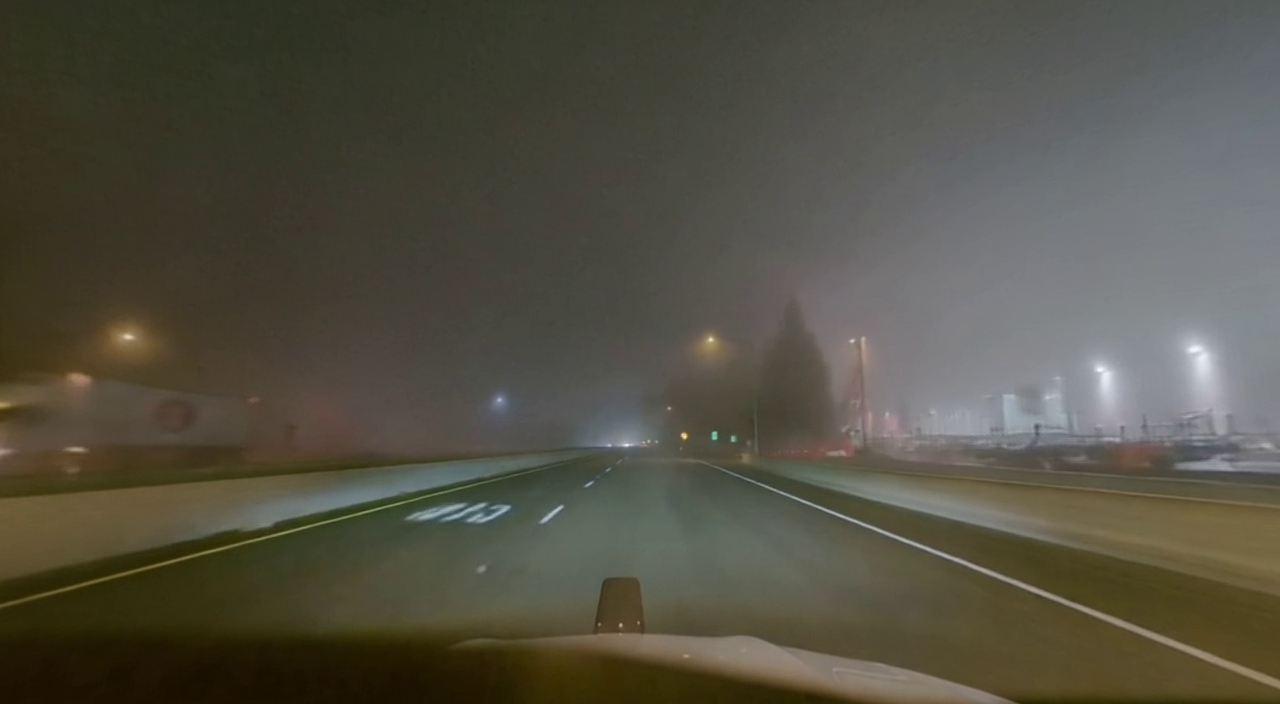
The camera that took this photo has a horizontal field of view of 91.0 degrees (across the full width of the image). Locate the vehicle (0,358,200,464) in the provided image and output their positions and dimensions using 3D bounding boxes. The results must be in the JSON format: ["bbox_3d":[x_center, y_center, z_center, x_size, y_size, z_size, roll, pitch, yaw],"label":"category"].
[{"bbox_3d":[-24.668,2.438,24.865,2.859,3.828,16.484,0,-9,-1],"label":"vehicle"}]
